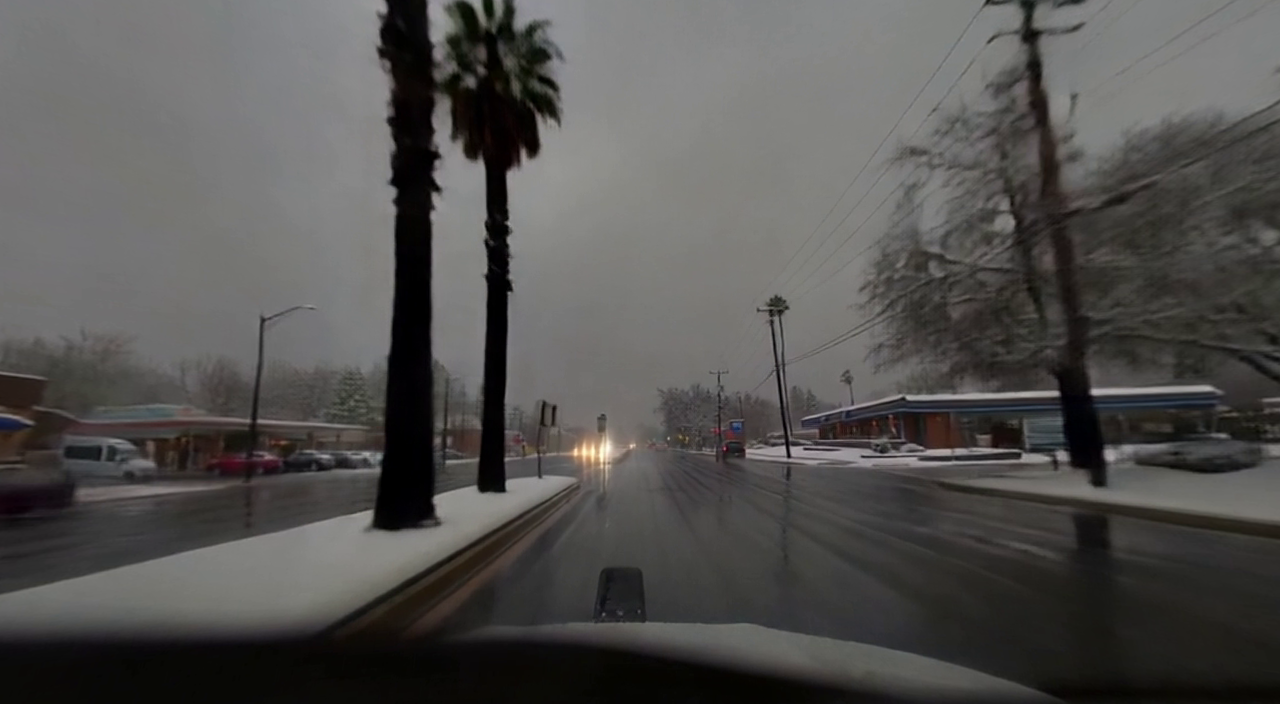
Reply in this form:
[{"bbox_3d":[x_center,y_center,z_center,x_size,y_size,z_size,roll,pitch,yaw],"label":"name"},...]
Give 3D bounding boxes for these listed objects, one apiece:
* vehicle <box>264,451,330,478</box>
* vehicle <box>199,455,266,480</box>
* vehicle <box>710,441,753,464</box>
[{"bbox_3d":[-25.735,8.408,47.607,2.056,1.890,5.063,0,-9,1],"label":"vehicle"},{"bbox_3d":[-30.766,8.700,47.877,1.993,1.737,4.539,0,-9,0],"label":"vehicle"},{"bbox_3d":[6.298,6.979,43.973,2.261,1.479,4.403,0,-9,-2],"label":"vehicle"}]
